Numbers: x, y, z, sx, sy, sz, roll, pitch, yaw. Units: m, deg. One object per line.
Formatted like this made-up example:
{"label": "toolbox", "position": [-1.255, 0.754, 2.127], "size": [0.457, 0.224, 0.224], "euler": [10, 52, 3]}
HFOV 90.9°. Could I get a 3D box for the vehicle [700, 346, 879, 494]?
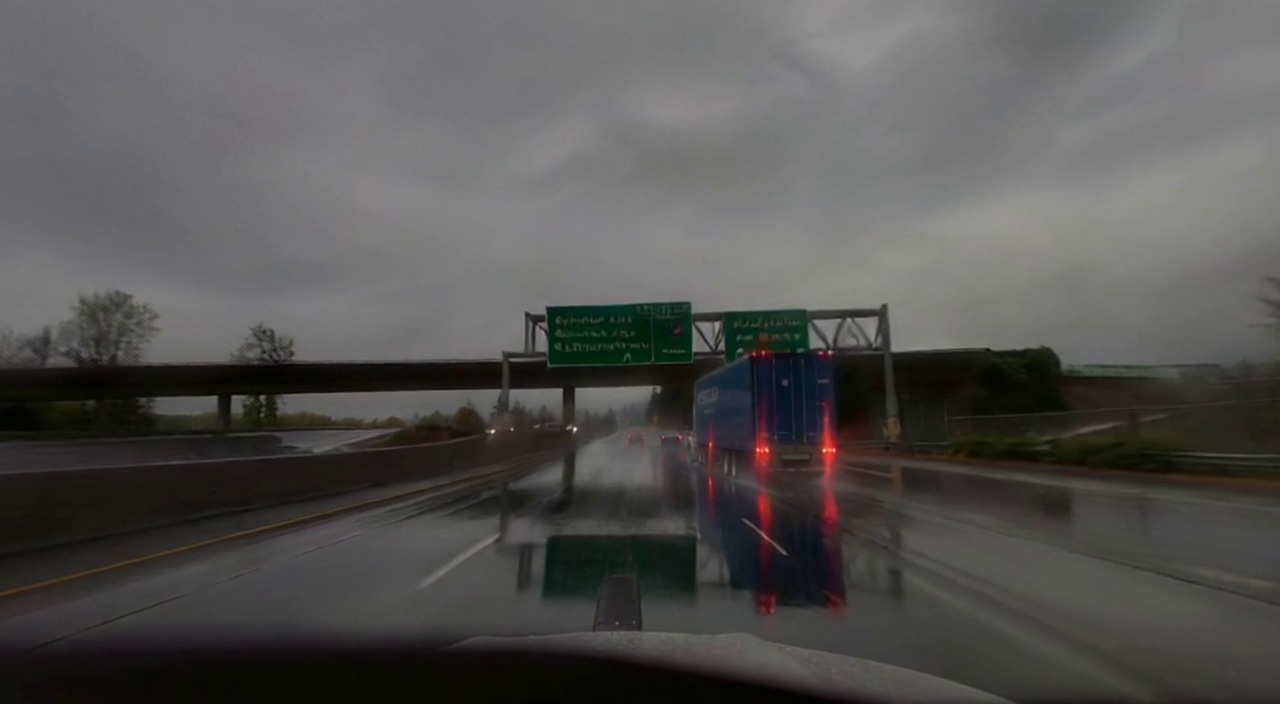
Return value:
{"label": "vehicle", "position": [3.956, 2.286, 20.053], "size": [2.849, 3.391, 11.018], "euler": [0, -8, -1]}
